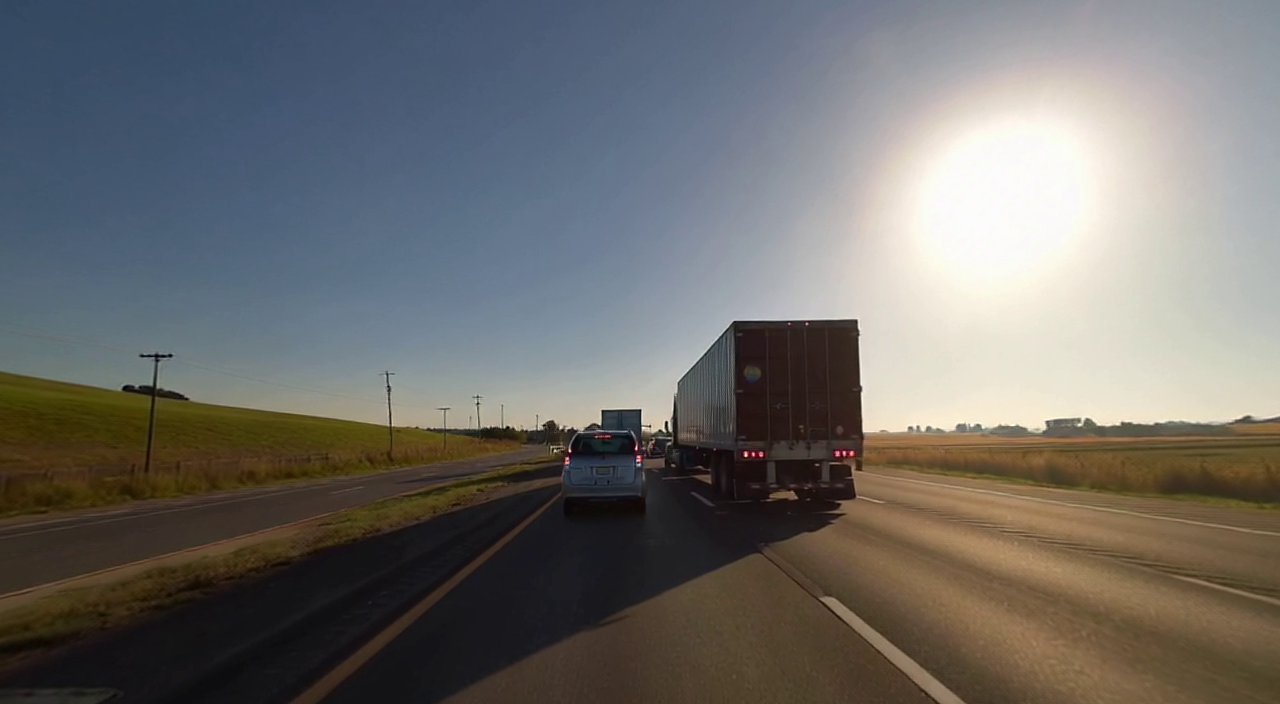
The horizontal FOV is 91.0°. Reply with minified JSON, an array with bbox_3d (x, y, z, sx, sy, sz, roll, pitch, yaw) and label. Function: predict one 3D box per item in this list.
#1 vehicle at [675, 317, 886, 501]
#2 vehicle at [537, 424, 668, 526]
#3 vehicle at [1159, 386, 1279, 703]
[{"bbox_3d":[3.693,2.494,22.960,3.591,4.290,16.696,0,-8,-1],"label":"vehicle"},{"bbox_3d":[-0.596,2.189,11.750,2.009,1.554,4.013,0,-8,0],"label":"vehicle"},{"bbox_3d":[3.545,0.632,0.680,1.960,1.515,4.713,0,-8,0],"label":"vehicle"}]
